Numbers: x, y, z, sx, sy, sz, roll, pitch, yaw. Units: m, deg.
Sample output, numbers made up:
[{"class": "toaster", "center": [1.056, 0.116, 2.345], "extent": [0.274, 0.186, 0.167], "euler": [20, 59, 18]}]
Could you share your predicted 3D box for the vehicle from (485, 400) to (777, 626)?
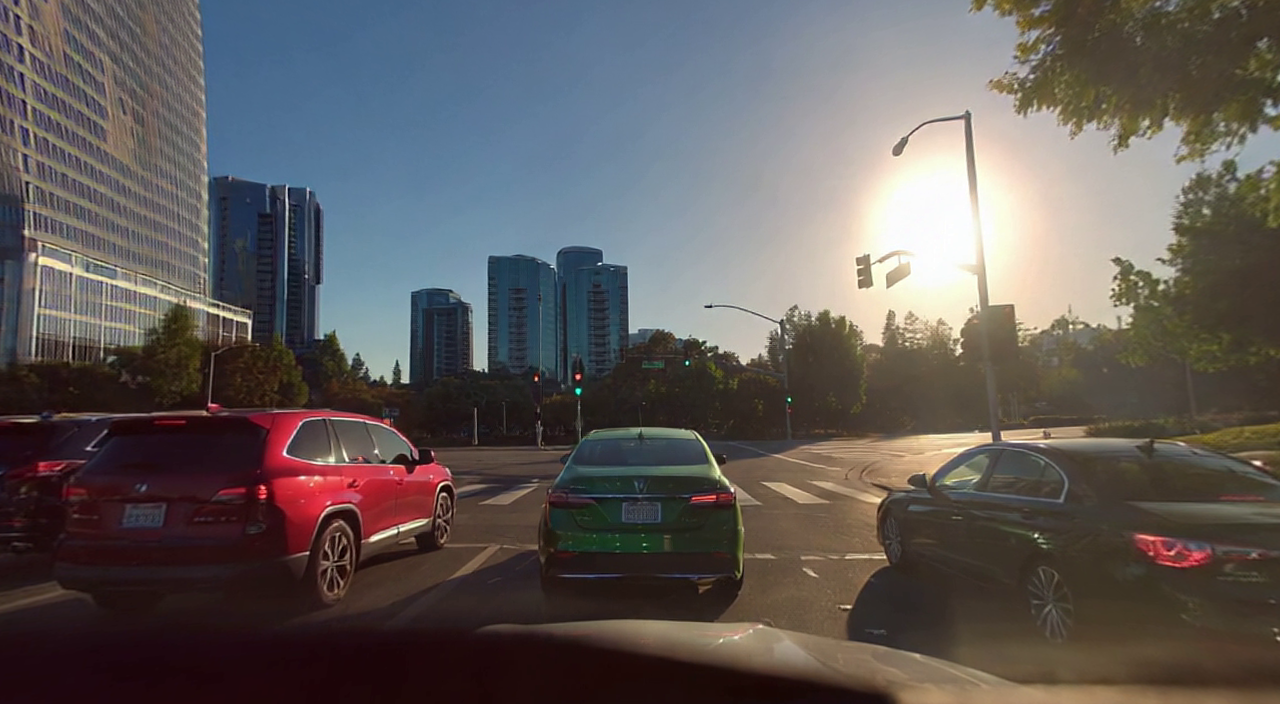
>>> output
[{"class": "vehicle", "center": [-0.043, 1.401, 6.311], "extent": [2.047, 1.579, 3.642], "euler": [0, -8, 1]}]

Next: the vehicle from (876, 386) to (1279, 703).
[{"class": "vehicle", "center": [3.585, 1.199, 4.617], "extent": [2.010, 1.486, 4.498], "euler": [0, -8, 1]}]

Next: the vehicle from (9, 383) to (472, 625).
[{"class": "vehicle", "center": [-3.552, 1.432, 6.874], "extent": [2.014, 1.755, 4.360], "euler": [0, -8, 3]}]
